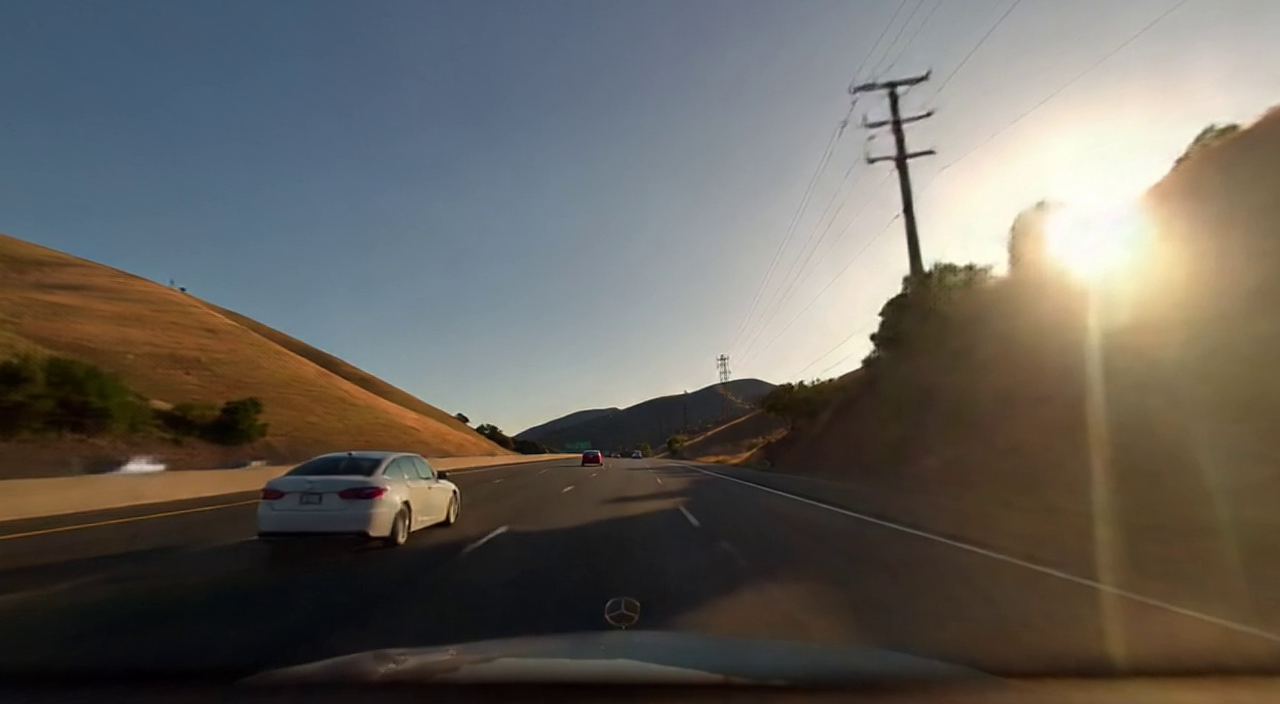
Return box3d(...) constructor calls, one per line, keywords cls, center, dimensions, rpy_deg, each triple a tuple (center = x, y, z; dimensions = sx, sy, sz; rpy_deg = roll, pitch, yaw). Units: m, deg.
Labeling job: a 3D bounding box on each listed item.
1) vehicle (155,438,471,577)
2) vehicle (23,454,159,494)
box3d(cls="vehicle", center=(-4.224, 2.074, 9.399), dimensions=(2.064, 1.489, 4.966), rpy_deg=(0, -9, 0))
box3d(cls="vehicle", center=(-25.582, 5.678, 29.765), dimensions=(2.003, 1.633, 4.925), rpy_deg=(0, -9, -1))
